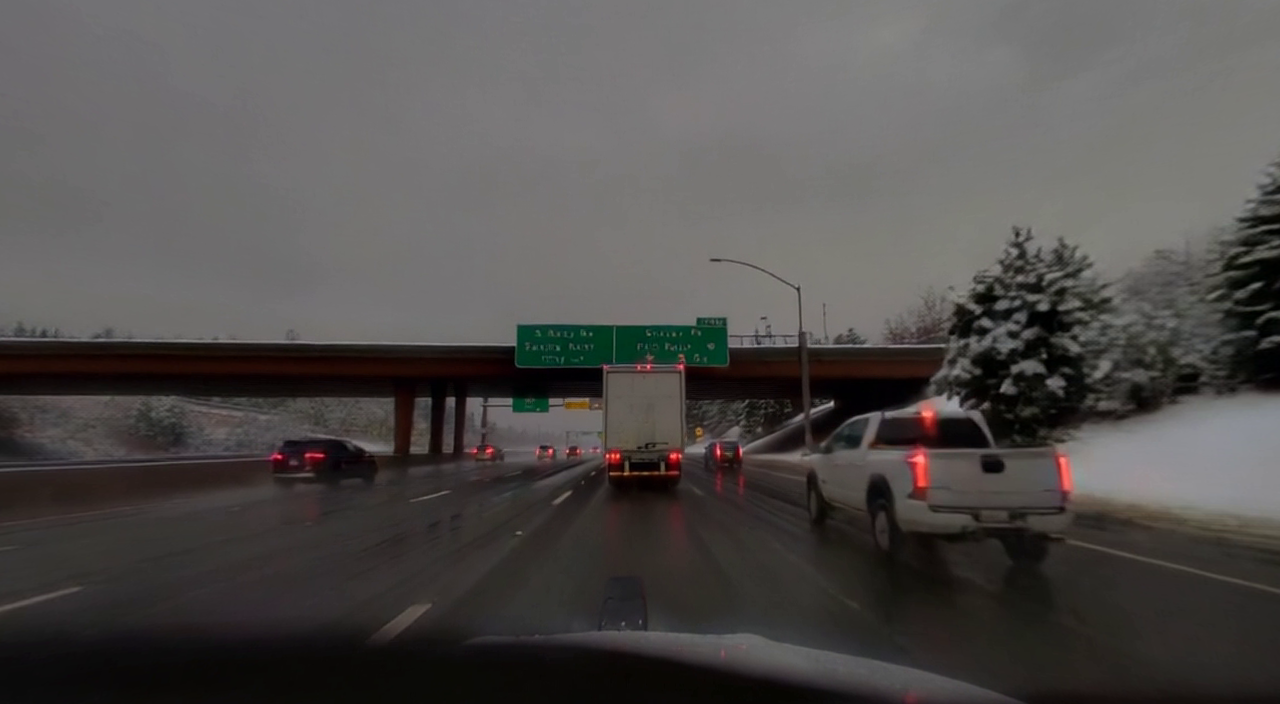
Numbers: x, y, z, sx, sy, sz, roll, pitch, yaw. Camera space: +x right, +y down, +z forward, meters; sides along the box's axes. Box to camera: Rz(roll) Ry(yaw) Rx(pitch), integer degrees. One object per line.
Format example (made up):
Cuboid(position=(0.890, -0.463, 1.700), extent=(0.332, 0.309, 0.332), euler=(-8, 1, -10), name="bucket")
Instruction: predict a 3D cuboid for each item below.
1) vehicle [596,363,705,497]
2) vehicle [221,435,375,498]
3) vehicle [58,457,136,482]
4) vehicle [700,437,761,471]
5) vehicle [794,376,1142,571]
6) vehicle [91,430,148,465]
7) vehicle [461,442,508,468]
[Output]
Cuboid(position=(0.069, 2.886, 22.431), extent=(2.916, 3.584, 10.841), euler=(0, -9, -2), name="vehicle")
Cuboid(position=(-10.656, 3.582, 20.247), extent=(2.119, 1.747, 5.121), euler=(0, -9, -1), name="vehicle")
Cuboid(position=(-33.527, 7.239, 39.070), extent=(1.619, 1.395, 3.677), euler=(0, -9, -2), name="vehicle")
Cuboid(position=(4.279, 4.919, 30.634), extent=(2.108, 1.508, 4.744), euler=(0, -9, -2), name="vehicle")
Cuboid(position=(3.944, 1.599, 8.970), extent=(2.174, 1.968, 5.016), euler=(0, -9, -1), name="vehicle")
Cuboid(position=(-38.102, 7.007, 46.230), extent=(1.815, 2.506, 2.461), euler=(0, -8, -1), name="vehicle")
Cuboid(position=(-11.431, 7.644, 46.803), extent=(2.217, 1.797, 5.226), euler=(0, -9, -1), name="vehicle")
